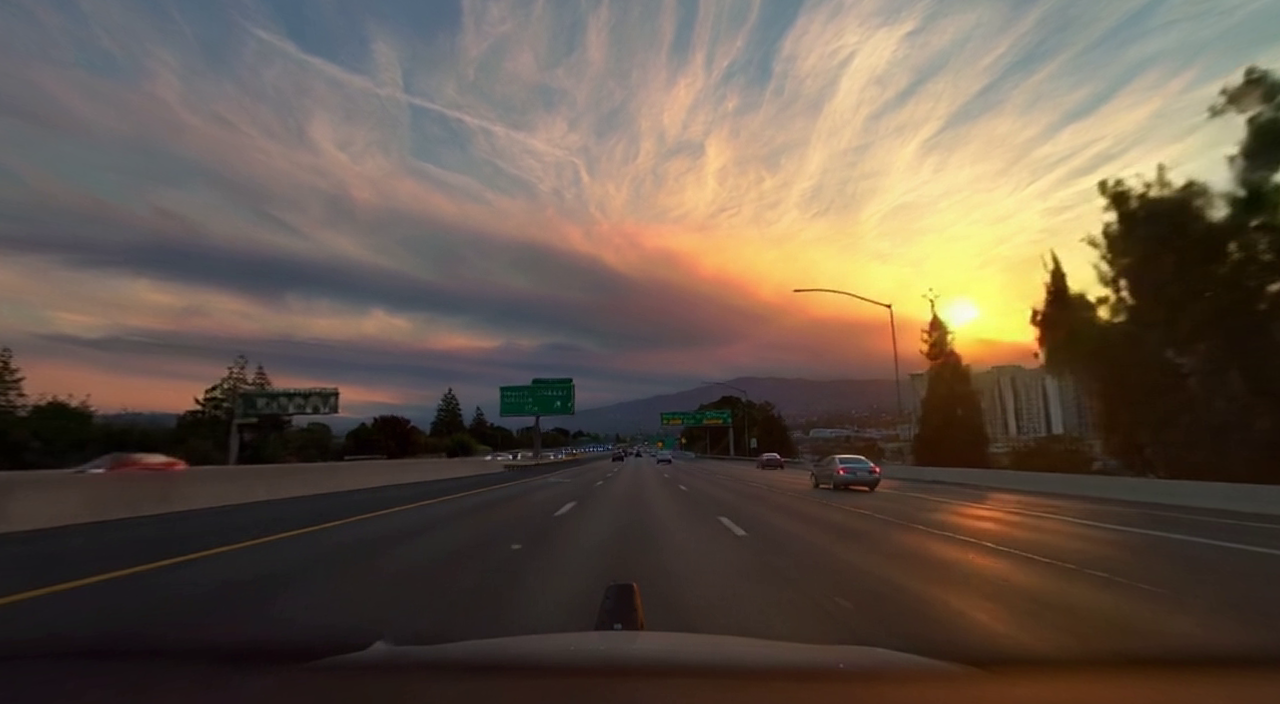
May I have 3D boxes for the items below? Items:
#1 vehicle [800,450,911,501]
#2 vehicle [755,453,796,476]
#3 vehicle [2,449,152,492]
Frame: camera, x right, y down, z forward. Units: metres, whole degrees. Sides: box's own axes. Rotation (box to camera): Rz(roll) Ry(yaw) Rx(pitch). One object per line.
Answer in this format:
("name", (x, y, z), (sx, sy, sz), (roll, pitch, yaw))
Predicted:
("vehicle", (7.027, 4.065, 21.254), (1.861, 1.500, 4.860), (0, -9, -2))
("vehicle", (9.487, 7.896, 44.564), (1.878, 1.509, 4.327), (0, -9, 0))
("vehicle", (-22.824, 4.788, 25.921), (1.914, 1.615, 4.545), (0, -9, 0))
